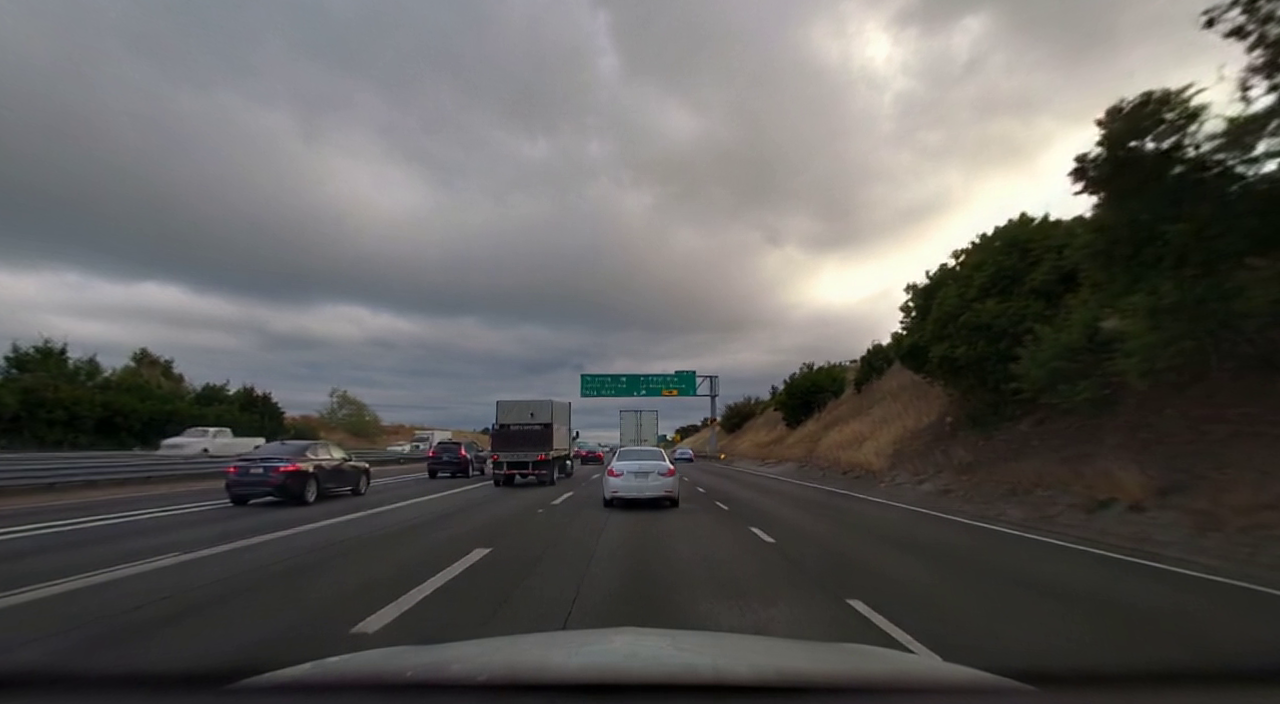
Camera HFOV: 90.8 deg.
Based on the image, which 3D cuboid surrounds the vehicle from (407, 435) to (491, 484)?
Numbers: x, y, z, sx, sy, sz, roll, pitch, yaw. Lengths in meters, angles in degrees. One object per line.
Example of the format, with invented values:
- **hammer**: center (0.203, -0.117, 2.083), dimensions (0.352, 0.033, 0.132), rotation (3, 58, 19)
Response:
- **vehicle**: center (-7.512, 4.276, 25.291), dimensions (1.952, 1.746, 4.332), rotation (-1, -9, 1)

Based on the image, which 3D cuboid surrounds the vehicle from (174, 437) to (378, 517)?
- **vehicle**: center (-8.002, 2.770, 14.523), dimensions (1.879, 1.521, 4.623), rotation (-1, -9, 1)

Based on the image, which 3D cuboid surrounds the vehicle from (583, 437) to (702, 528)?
- **vehicle**: center (0.023, 2.450, 12.349), dimensions (1.995, 1.495, 3.380), rotation (0, -9, -1)

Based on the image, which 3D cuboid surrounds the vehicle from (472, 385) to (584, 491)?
- **vehicle**: center (-3.890, 3.296, 23.796), dimensions (2.812, 3.342, 7.248), rotation (-1, -9, 1)
